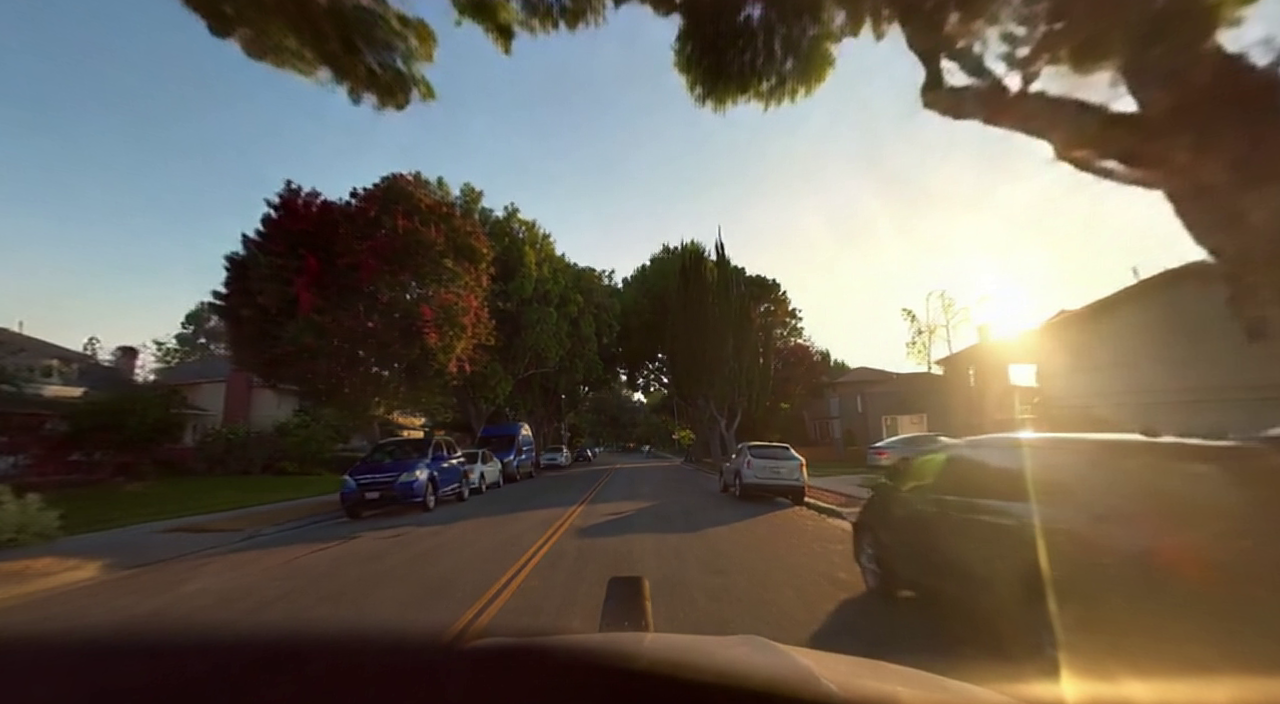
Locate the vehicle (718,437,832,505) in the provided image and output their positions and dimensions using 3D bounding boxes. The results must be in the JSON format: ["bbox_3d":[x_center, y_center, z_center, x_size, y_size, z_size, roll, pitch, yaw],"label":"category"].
[{"bbox_3d":[3.337,3.013,16.543,1.945,1.514,4.552,0,-8,0],"label":"vehicle"}]

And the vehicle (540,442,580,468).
[{"bbox_3d":[-5.097,6.642,40.852,2.038,1.571,4.524,0,-8,-1],"label":"vehicle"}]

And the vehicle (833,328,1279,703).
[{"bbox_3d":[3.090,1.122,4.287,2.172,1.764,4.685,0,-8,1],"label":"vehicle"}]

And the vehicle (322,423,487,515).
[{"bbox_3d":[-5.369,2.714,15.174,2.090,1.855,4.494,0,-8,2],"label":"vehicle"}]
